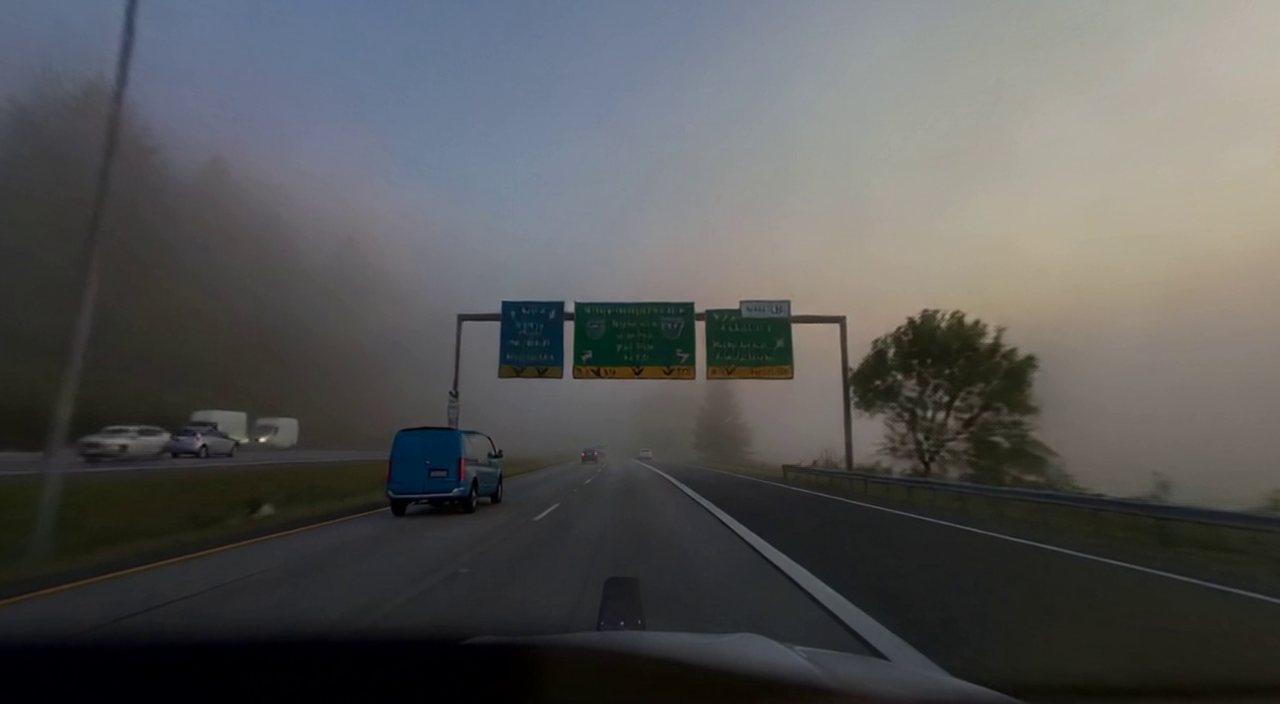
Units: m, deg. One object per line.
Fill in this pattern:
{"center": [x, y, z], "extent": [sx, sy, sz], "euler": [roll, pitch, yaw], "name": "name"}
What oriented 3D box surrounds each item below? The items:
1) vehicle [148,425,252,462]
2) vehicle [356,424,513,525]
{"center": [-19.001, 3.998, 27.406], "extent": [1.879, 1.492, 3.607], "euler": [0, -9, 0], "name": "vehicle"}
{"center": [-4.122, 2.541, 13.534], "extent": [1.971, 1.795, 4.389], "euler": [0, -9, -2], "name": "vehicle"}
